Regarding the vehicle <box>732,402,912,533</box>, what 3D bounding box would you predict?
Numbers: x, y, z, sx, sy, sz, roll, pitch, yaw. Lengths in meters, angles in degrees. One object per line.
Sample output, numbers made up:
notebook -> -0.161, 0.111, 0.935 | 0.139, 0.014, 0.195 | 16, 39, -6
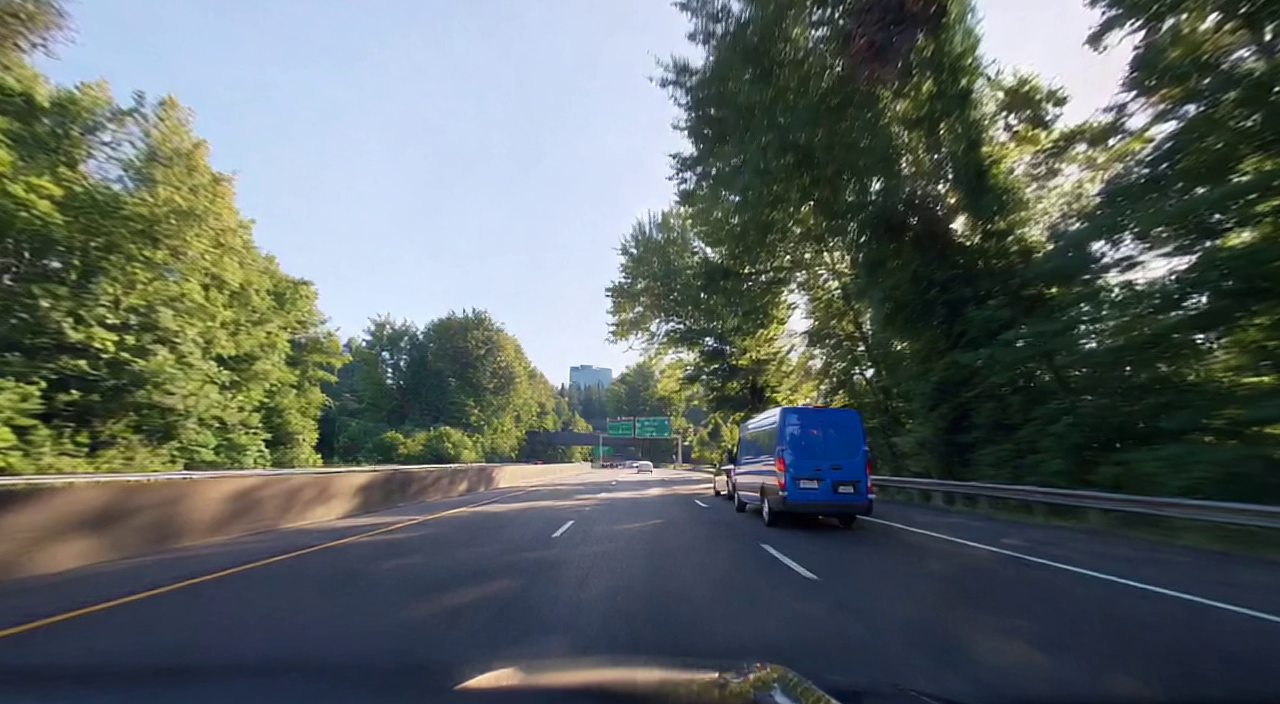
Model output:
vehicle -> 4.330, 3.039, 16.725 | 2.737, 2.711, 6.687 | 1, -10, 0
